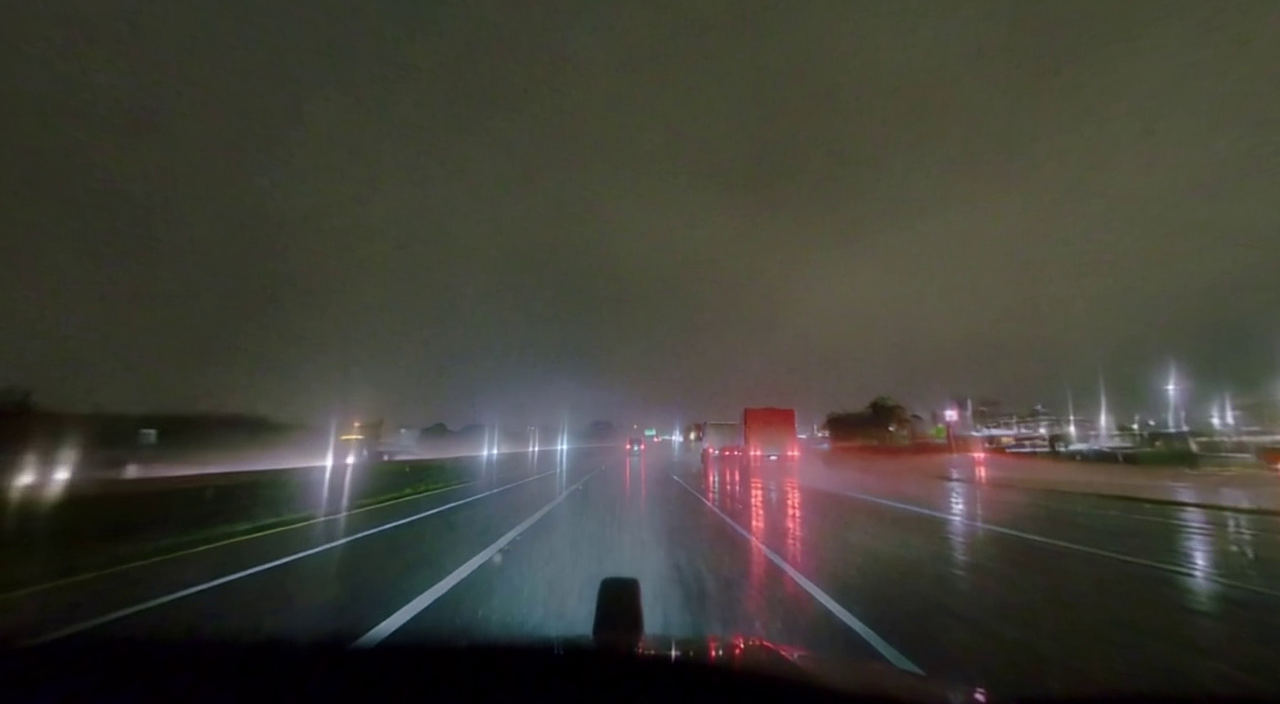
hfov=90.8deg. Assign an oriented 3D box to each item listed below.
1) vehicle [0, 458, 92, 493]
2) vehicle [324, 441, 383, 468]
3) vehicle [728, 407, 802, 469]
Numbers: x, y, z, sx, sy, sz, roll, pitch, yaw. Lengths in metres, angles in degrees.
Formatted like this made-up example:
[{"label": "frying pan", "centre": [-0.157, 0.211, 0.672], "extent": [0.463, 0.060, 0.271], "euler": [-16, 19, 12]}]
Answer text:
[{"label": "vehicle", "centre": [-29.591, 5.917, 30.582], "extent": [1.814, 1.455, 4.645], "euler": [0, -8, 1]}, {"label": "vehicle", "centre": [-22.392, 7.994, 49.568], "extent": [2.071, 2.009, 5.318], "euler": [0, -8, 0]}, {"label": "vehicle", "centre": [7.094, 5.072, 37.003], "extent": [2.793, 3.204, 7.997], "euler": [0, -8, 1]}]
